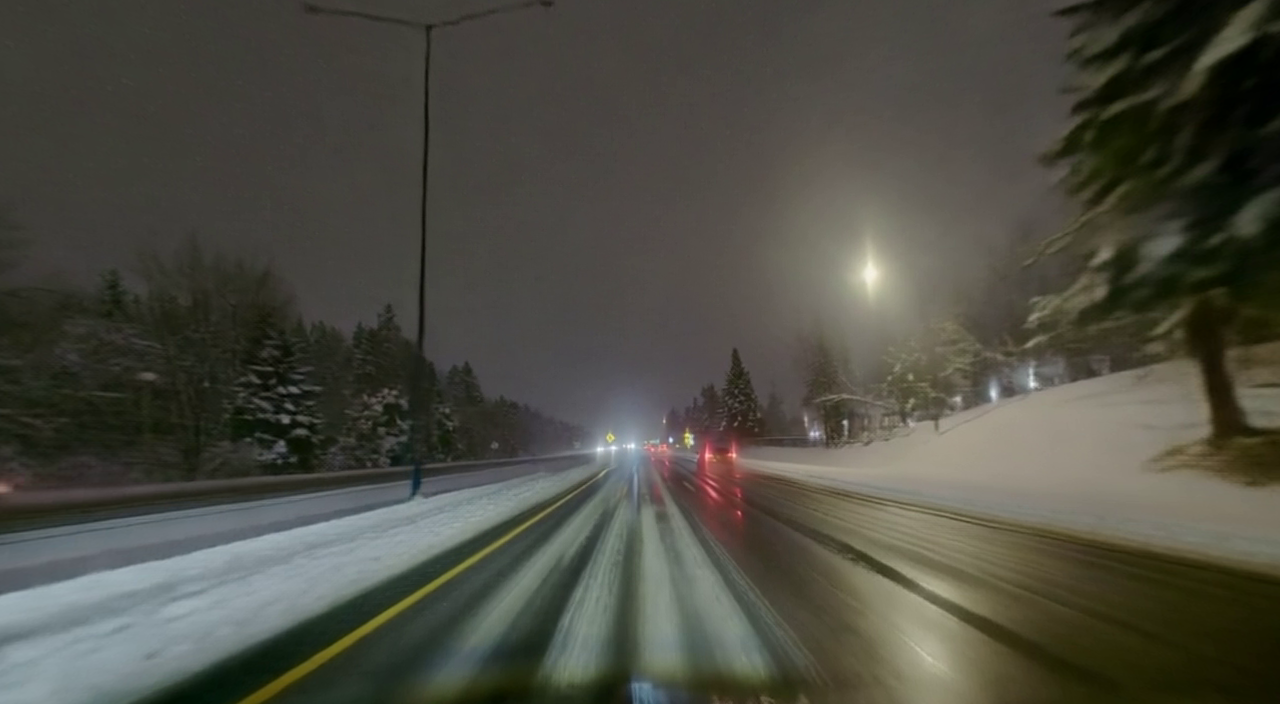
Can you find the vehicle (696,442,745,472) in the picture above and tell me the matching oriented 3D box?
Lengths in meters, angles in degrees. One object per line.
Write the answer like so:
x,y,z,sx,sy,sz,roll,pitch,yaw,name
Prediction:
4.269,5.663,34.190,2.042,1.518,4.477,0,-9,-1,vehicle
